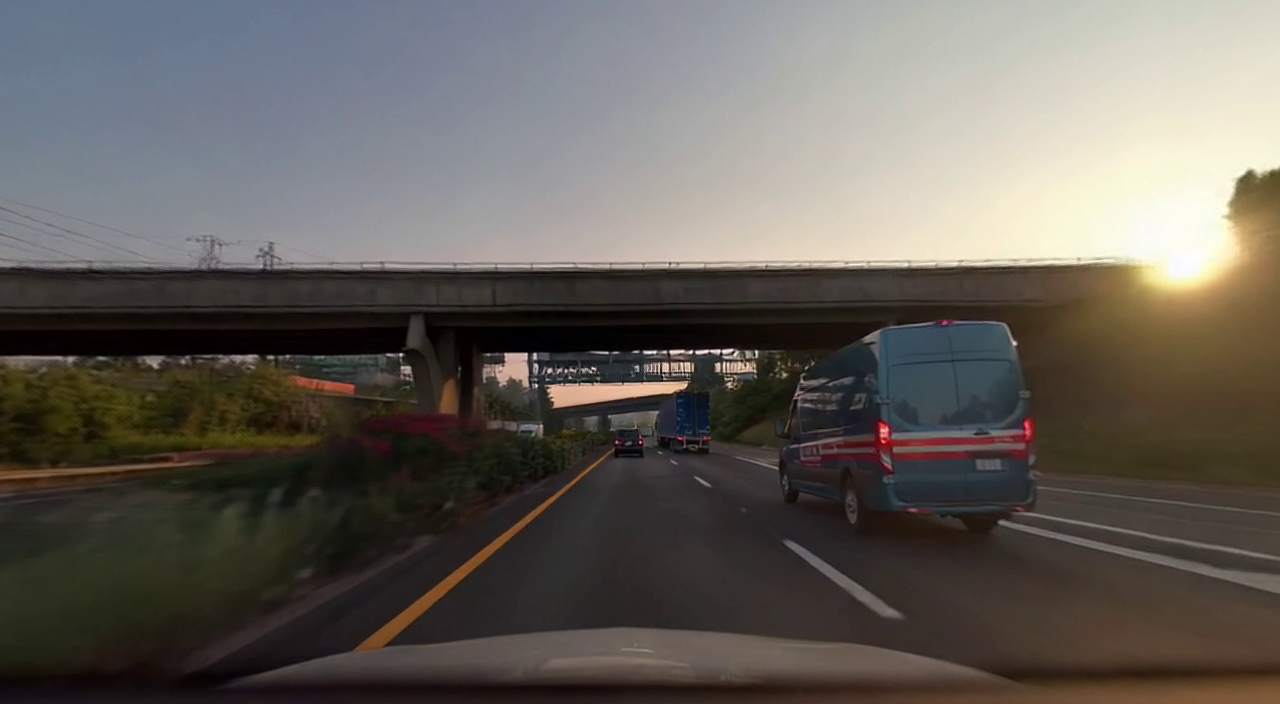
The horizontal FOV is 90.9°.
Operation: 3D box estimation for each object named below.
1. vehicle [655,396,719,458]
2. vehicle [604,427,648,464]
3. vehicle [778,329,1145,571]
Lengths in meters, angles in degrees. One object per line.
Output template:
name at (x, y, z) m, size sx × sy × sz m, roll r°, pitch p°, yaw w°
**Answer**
vehicle at (3.019, 5.555, 45.875) m, size 3.096 × 3.759 × 15.119 m, roll 0°, pitch -8°, yaw -2°
vehicle at (-0.718, 4.647, 31.479) m, size 2.073 × 1.750 × 4.116 m, roll 0°, pitch -8°, yaw -2°
vehicle at (3.946, 1.363, 9.317) m, size 2.387 × 2.506 × 5.374 m, roll 0°, pitch -8°, yaw -2°
